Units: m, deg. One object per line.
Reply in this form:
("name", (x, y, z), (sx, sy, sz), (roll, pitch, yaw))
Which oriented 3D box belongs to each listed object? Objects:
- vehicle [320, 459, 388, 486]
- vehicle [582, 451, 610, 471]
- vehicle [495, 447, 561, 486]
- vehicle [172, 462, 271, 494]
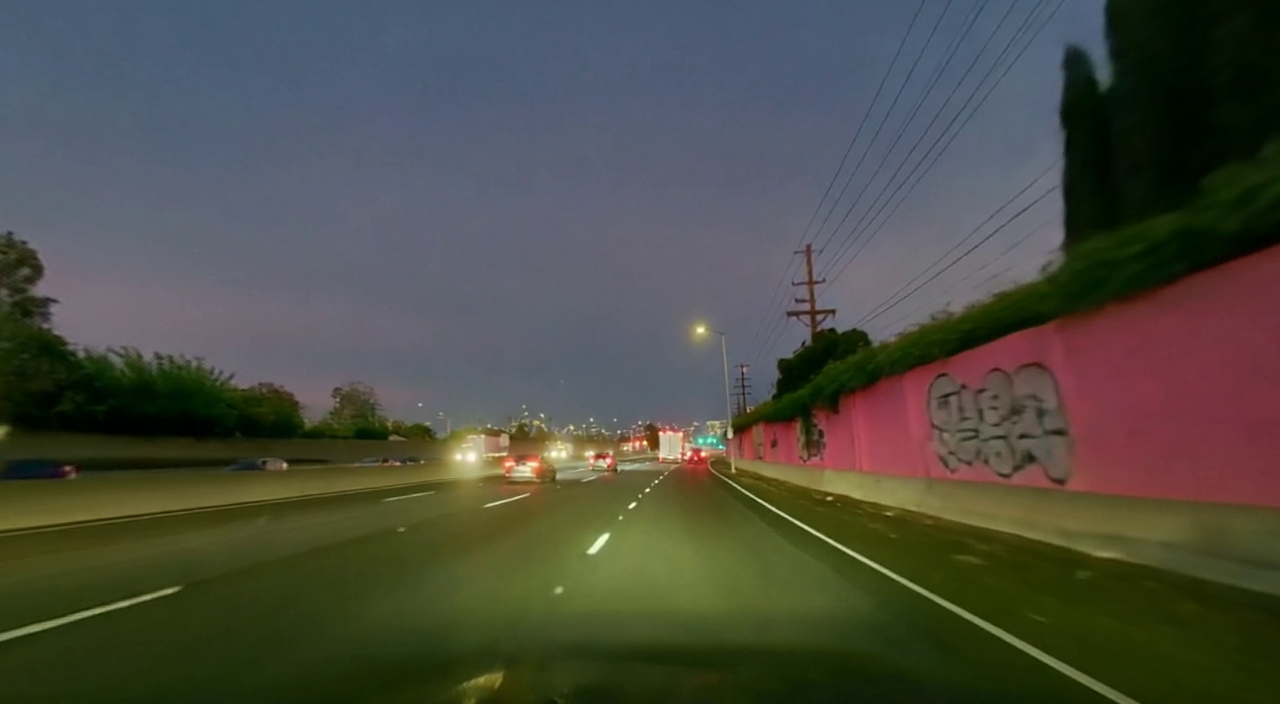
("vehicle", (-16.475, 6.930, 36.498), (1.840, 1.431, 4.016), (-1, -9, 4))
("vehicle", (-3.283, 8.235, 47.658), (1.708, 1.489, 2.840), (-1, -9, 5))
("vehicle", (-4.782, 4.927, 27.436), (1.966, 1.565, 3.766), (-1, -9, 4))
("vehicle", (-20.884, 6.278, 31.685), (1.860, 1.423, 4.198), (-1, -9, 4))
